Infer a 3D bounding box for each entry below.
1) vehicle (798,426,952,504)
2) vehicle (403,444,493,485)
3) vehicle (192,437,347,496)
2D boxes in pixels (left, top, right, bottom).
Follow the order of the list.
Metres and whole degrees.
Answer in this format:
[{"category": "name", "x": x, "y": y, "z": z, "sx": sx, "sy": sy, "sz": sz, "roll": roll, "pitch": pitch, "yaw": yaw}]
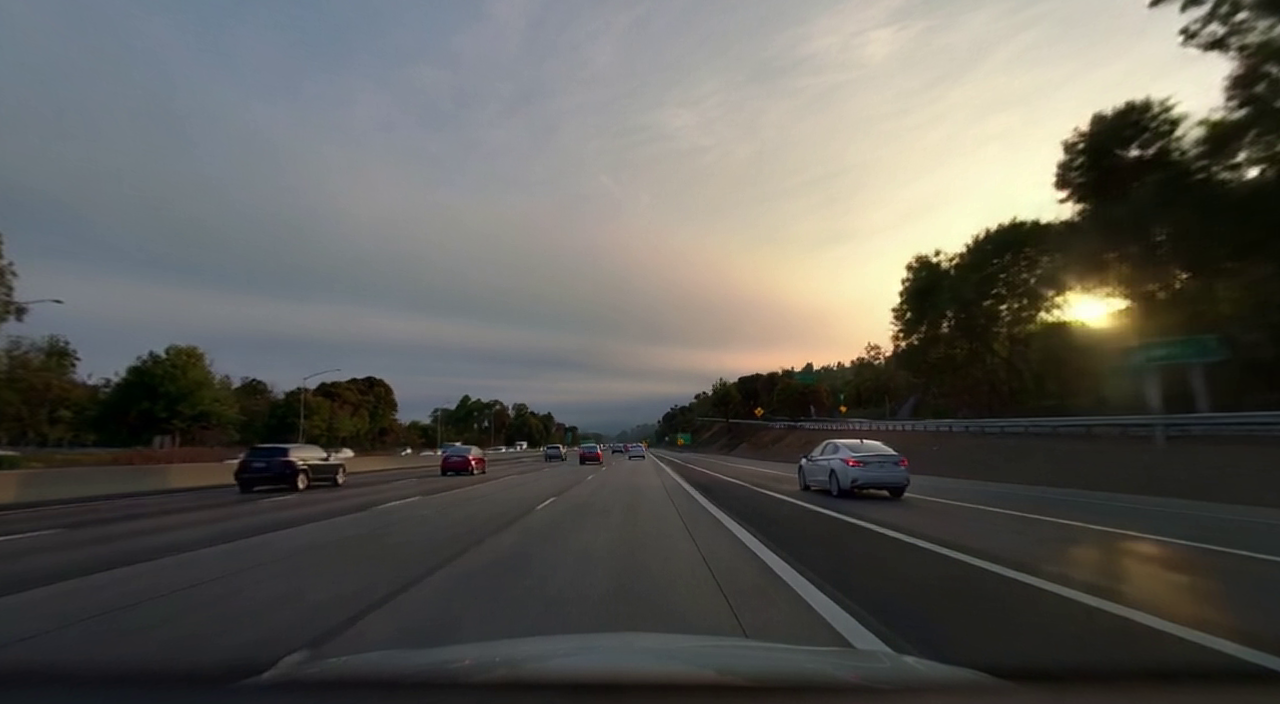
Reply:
[{"category": "vehicle", "x": 6.133, "y": 3.029, "z": 17.243, "sx": 2.259, "sy": 1.816, "sz": 4.862, "roll": 0, "pitch": -9, "yaw": -1}, {"category": "vehicle", "x": -7.483, "y": 4.428, "z": 25.136, "sx": 2.071, "sy": 1.486, "sz": 4.703, "roll": 0, "pitch": -9, "yaw": 1}, {"category": "vehicle", "x": -11.289, "y": 3.505, "z": 19.658, "sx": 2.107, "sy": 1.628, "sz": 4.446, "roll": 0, "pitch": -9, "yaw": 0}]
